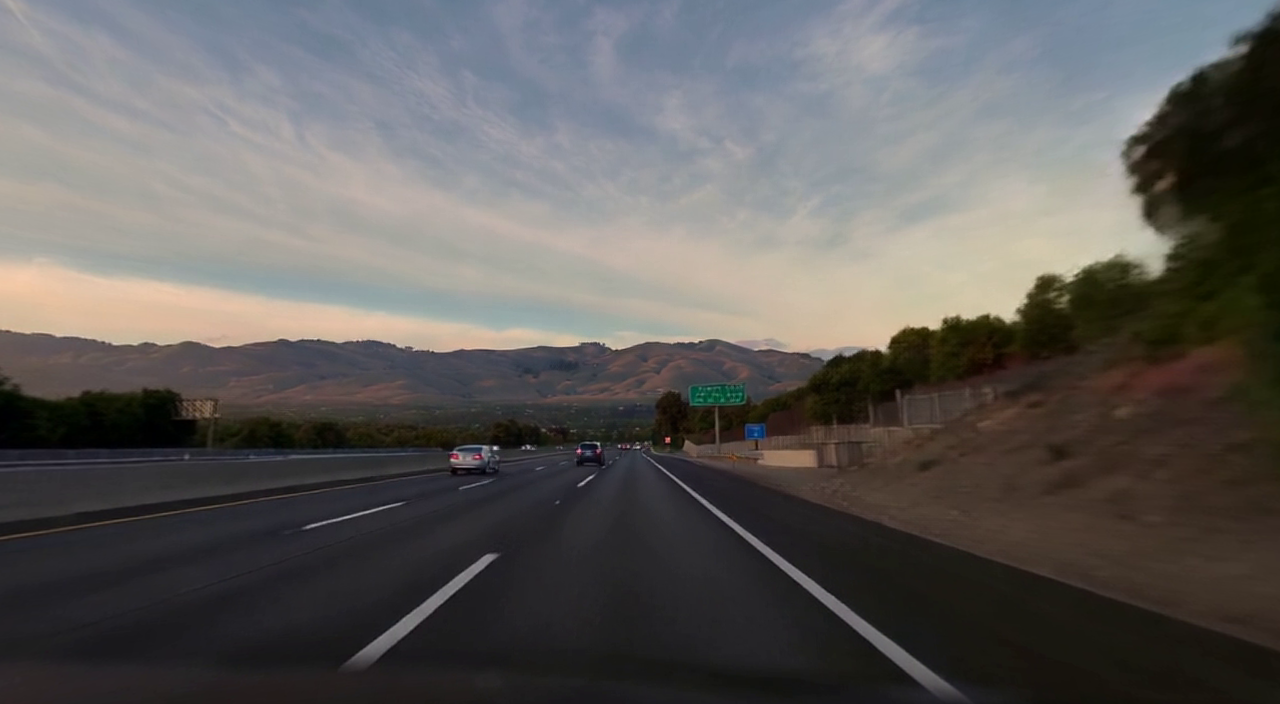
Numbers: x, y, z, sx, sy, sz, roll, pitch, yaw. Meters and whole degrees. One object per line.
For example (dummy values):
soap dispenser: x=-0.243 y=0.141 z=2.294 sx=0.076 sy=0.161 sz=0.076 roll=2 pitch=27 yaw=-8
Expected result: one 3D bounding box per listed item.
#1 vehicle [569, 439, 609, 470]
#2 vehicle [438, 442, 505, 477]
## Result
vehicle: x=-3.120 y=6.349 z=39.237 sx=2.029 sy=1.753 sz=4.718 roll=0 pitch=-9 yaw=1
vehicle: x=-7.807 y=5.032 z=29.793 sx=1.930 sy=1.508 sz=4.567 roll=0 pitch=-9 yaw=0
